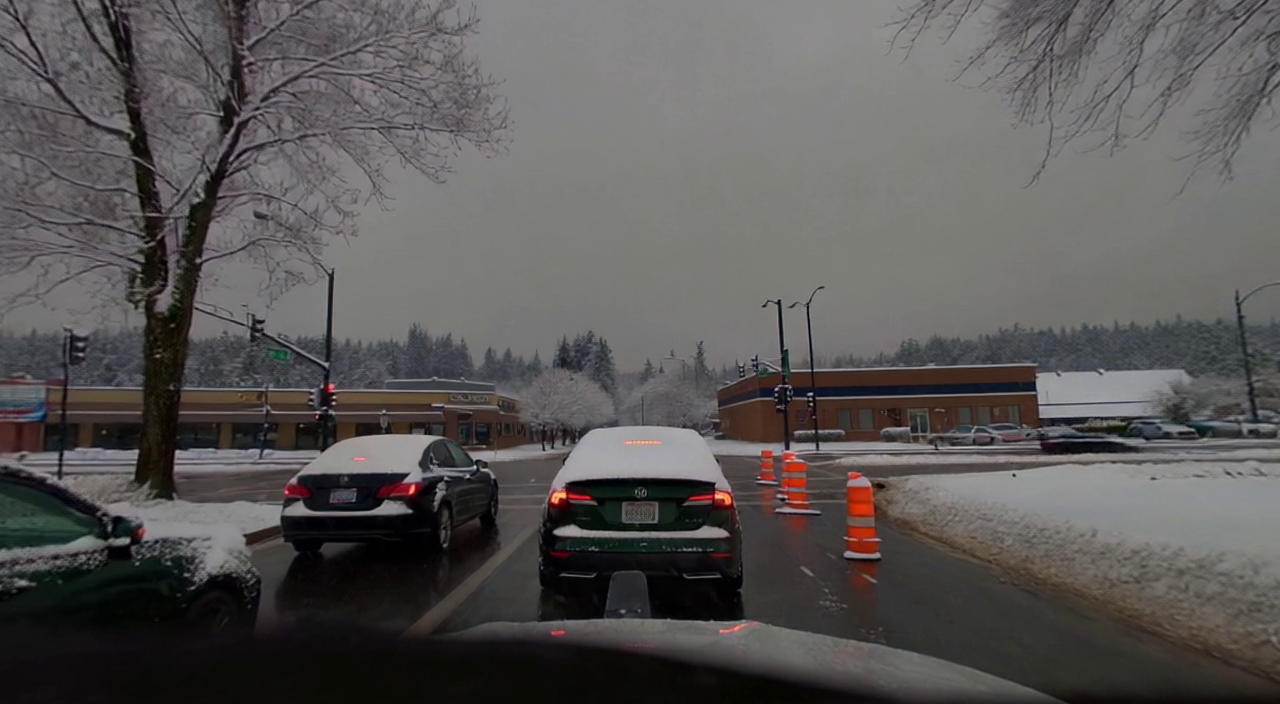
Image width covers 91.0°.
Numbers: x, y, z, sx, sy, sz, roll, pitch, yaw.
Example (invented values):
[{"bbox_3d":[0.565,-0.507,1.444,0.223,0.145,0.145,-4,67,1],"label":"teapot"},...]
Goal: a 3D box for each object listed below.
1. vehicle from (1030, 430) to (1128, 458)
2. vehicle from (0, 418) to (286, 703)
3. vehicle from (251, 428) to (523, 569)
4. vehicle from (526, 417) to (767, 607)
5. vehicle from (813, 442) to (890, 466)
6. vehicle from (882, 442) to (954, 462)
[{"bbox_3d":[28.275,5.947,40.659,4.805,1.688,1.923,0,-9,1],"label":"vehicle"},{"bbox_3d":[-3.604,0.953,2.143,1.964,1.497,4.722,0,-9,1],"label":"vehicle"},{"bbox_3d":[-3.290,2.000,9.447,1.989,1.541,4.626,0,-9,2],"label":"vehicle"},{"bbox_3d":[0.096,1.626,7.207,2.021,1.560,3.676,0,-9,1],"label":"vehicle"},{"bbox_3d":[13.759,6.664,41.172,4.463,1.482,1.808,-1,-9,9],"label":"vehicle"},{"bbox_3d":[20.837,7.507,47.315,4.581,1.480,1.752,0,-9,0],"label":"vehicle"}]
